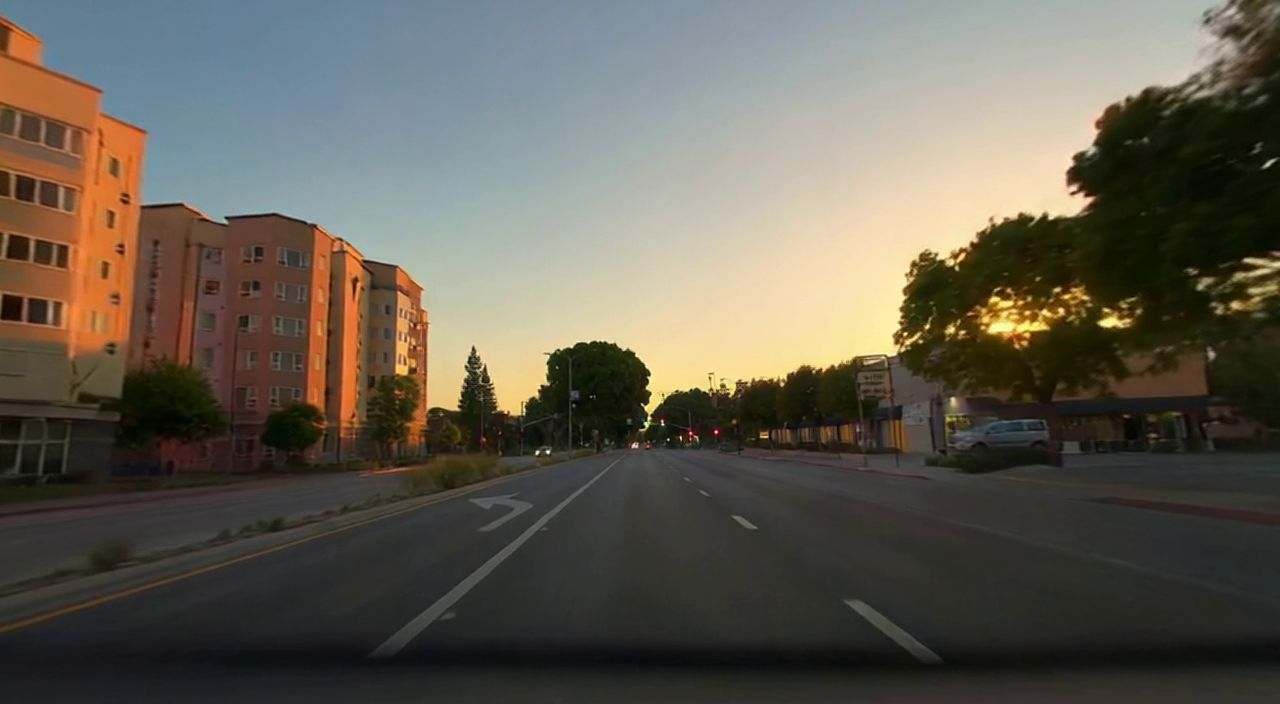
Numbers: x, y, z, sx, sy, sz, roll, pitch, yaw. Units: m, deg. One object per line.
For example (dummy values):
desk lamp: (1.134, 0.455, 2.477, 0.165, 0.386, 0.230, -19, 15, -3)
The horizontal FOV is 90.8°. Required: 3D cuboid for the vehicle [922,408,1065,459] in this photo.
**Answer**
vehicle: (19.642, 4.585, 35.356, 6.543, 2.736, 2.324, 0, -9, -2)
